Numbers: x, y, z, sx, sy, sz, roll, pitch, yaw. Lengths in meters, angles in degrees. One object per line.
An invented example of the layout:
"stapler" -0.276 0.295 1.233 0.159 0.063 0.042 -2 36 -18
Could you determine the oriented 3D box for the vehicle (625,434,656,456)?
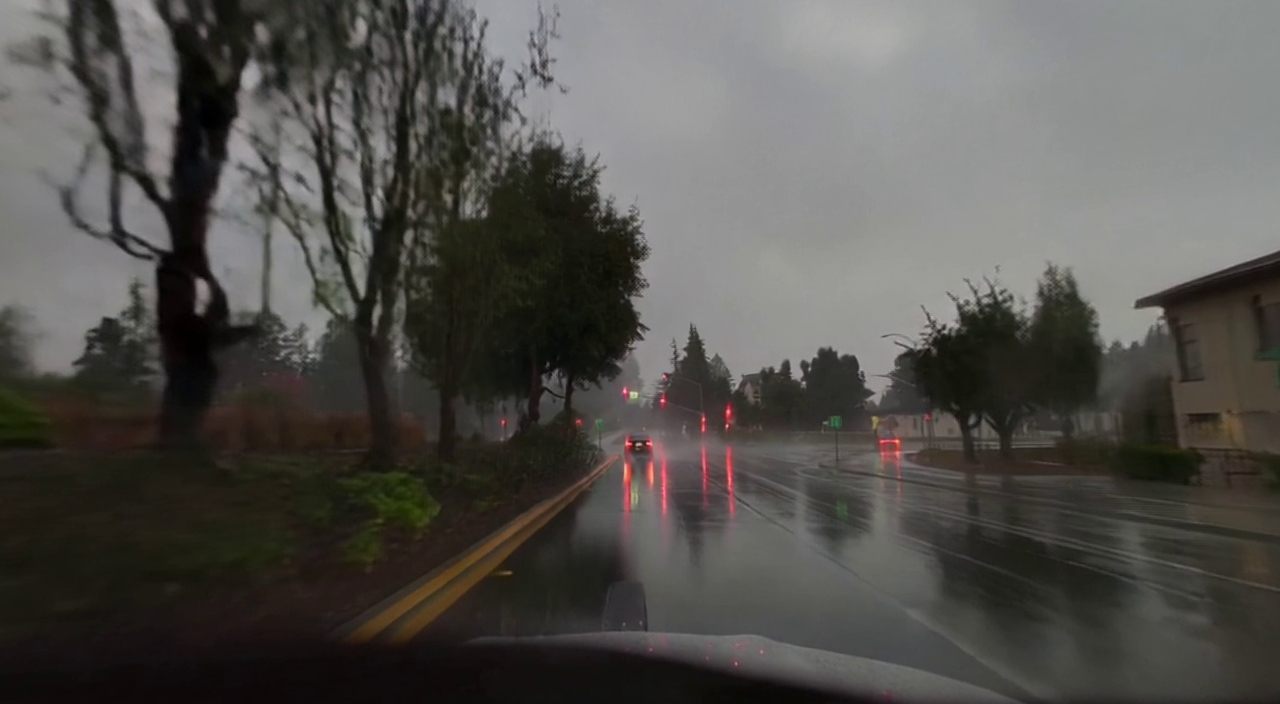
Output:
"vehicle" -0.017 6.416 43.621 2.056 1.473 4.380 0 -8 -1
